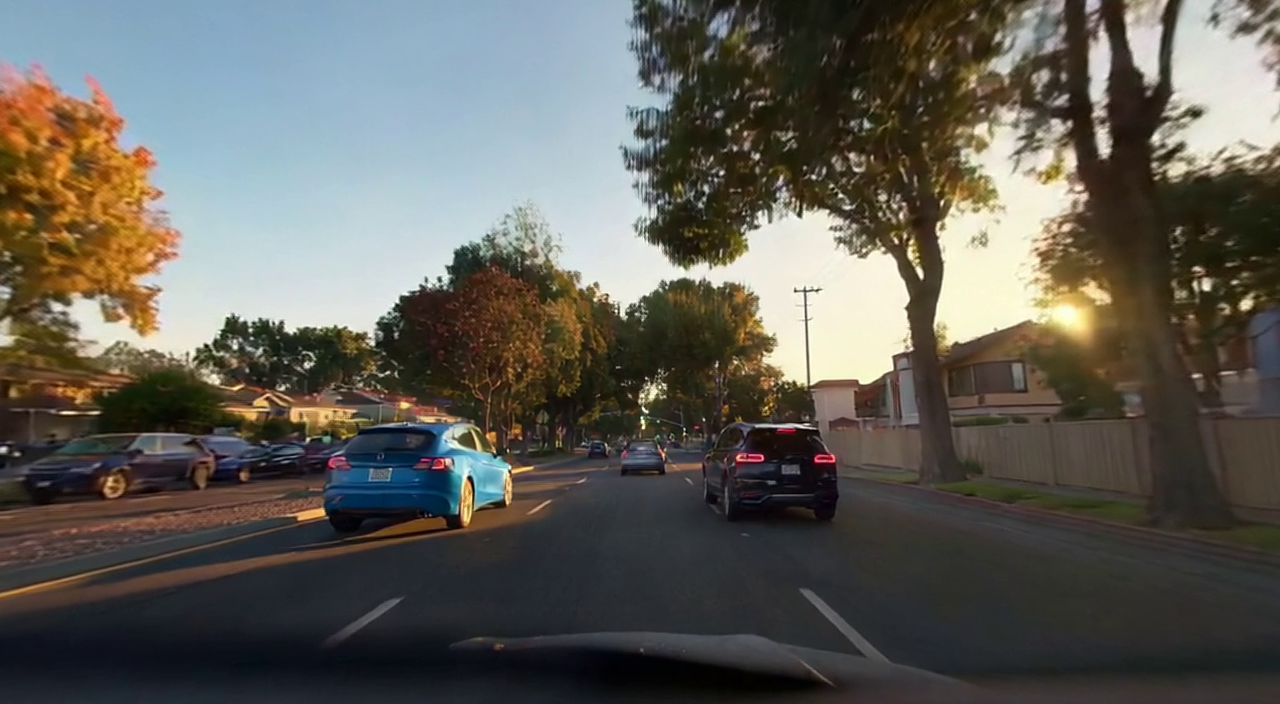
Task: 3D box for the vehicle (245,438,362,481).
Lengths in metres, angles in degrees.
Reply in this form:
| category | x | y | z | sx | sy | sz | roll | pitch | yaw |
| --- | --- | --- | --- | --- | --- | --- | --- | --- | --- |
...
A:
| category | x | y | z | sx | sy | sz | roll | pitch | yaw |
| --- | --- | --- | --- | --- | --- | --- | --- | --- | --- |
| vehicle | -12.294 | 3.934 | 23.434 | 1.849 | 1.452 | 4.423 | 0 | -8 | 1 |

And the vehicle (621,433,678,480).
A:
| category | x | y | z | sx | sy | sz | roll | pitch | yaw |
| --- | --- | --- | --- | --- | --- | --- | --- | --- | --- |
| vehicle | 0.315 | 3.762 | 22.939 | 1.922 | 1.579 | 3.642 | 0 | -8 | 0 |

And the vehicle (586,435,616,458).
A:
| category | x | y | z | sx | sy | sz | roll | pitch | yaw |
| --- | --- | --- | --- | --- | --- | --- | --- | --- | --- |
| vehicle | -3.022 | 7.415 | 49.629 | 2.014 | 1.755 | 4.360 | 0 | -8 | 1 |

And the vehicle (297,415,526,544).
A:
| category | x | y | z | sx | sy | sz | roll | pitch | yaw |
| --- | --- | --- | --- | --- | --- | --- | --- | --- | --- |
| vehicle | -3.463 | 2.019 | 10.738 | 2.043 | 1.687 | 4.676 | 0 | -8 | 1 |

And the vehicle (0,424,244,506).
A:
| category | x | y | z | sx | sy | sz | roll | pitch | yaw |
| --- | --- | --- | --- | --- | --- | --- | --- | --- | --- |
| vehicle | -12.462 | 2.704 | 15.625 | 1.928 | 1.675 | 4.900 | 0 | -8 | 2 |

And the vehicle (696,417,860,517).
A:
| category | x | y | z | sx | sy | sz | roll | pitch | yaw |
| --- | --- | --- | --- | --- | --- | --- | --- | --- | --- |
| vehicle | 2.628 | 2.336 | 13.341 | 2.280 | 1.747 | 4.361 | 0 | -8 | -3 |
